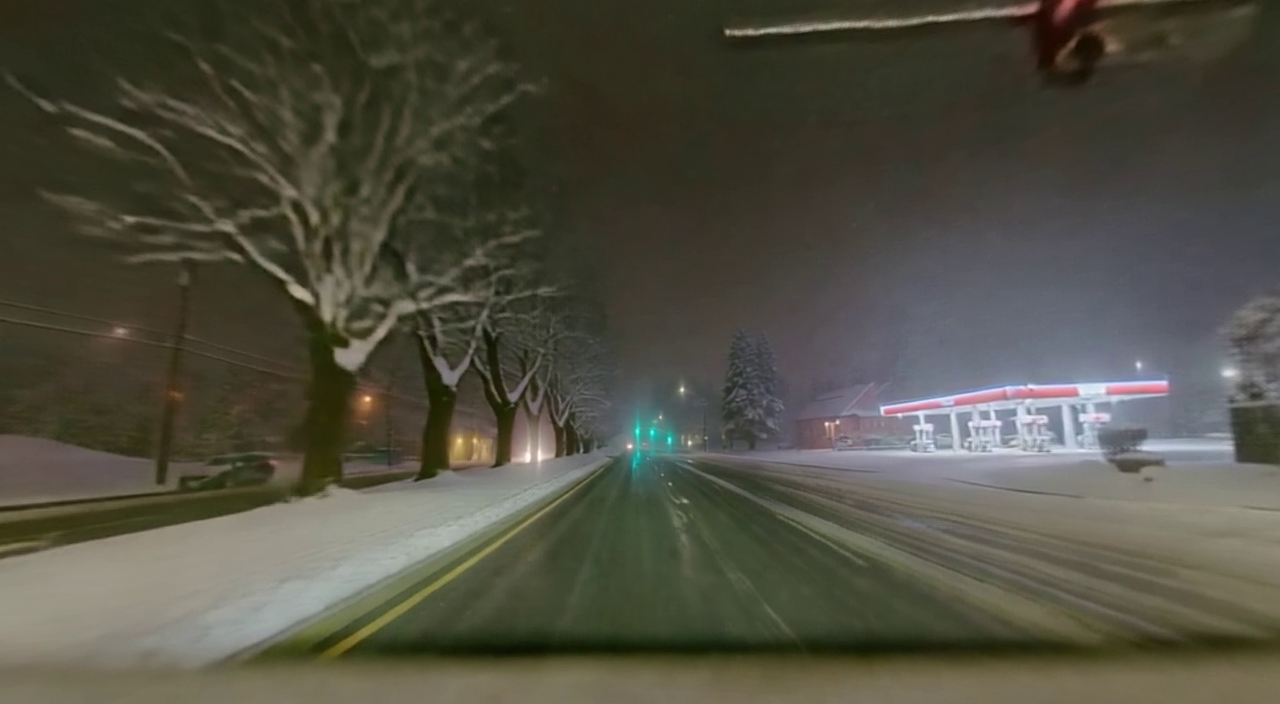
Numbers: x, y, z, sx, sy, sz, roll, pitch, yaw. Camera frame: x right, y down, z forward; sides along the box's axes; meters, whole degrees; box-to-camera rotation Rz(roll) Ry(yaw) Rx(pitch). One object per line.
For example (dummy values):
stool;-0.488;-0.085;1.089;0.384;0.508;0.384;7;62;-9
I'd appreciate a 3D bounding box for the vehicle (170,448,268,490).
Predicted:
vehicle;-22.243;6.150;33.648;2.076;1.927;4.749;-2;-8;-2
